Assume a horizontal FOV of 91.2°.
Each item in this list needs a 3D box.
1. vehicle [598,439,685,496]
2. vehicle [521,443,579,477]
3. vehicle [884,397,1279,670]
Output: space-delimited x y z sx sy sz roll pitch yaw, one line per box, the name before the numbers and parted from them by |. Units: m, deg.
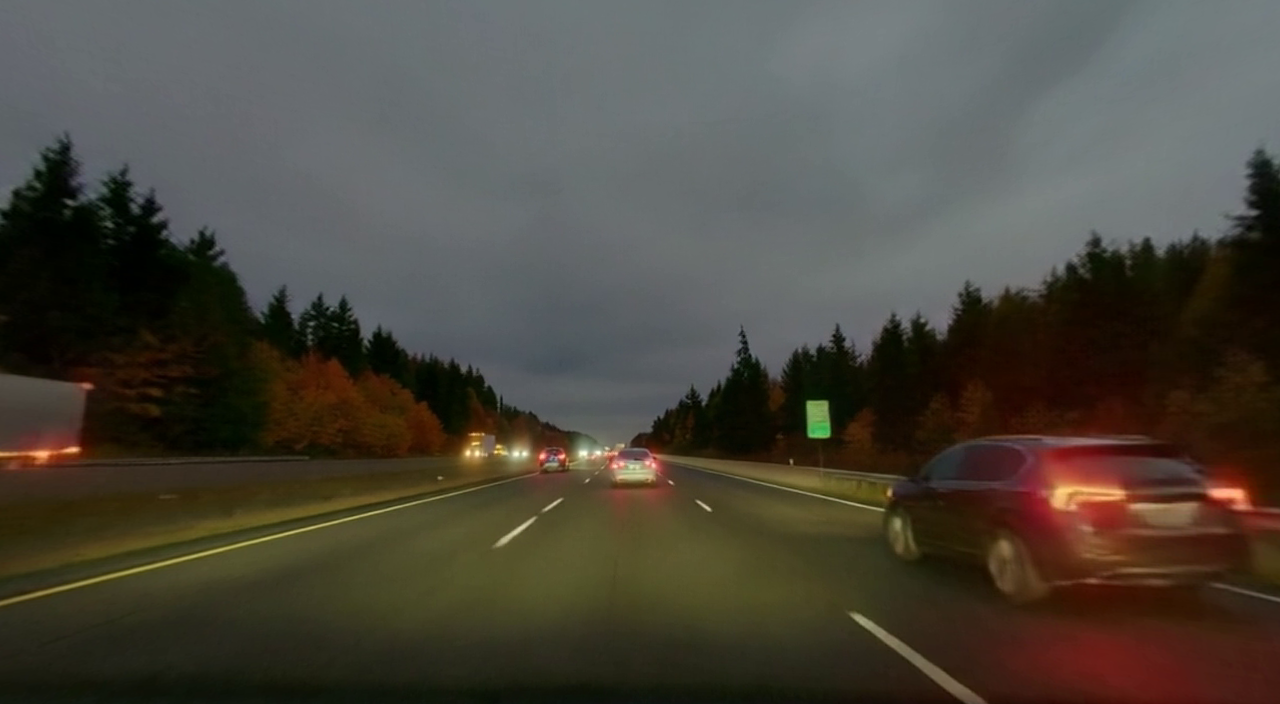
vehicle | 0.001 3.824 21.076 2.634 1.679 4.070 0 -9 -2
vehicle | -4.770 5.832 33.972 2.545 1.679 4.267 0 -9 -1
vehicle | 4.253 1.389 5.913 2.035 1.571 4.413 0 -9 -1
